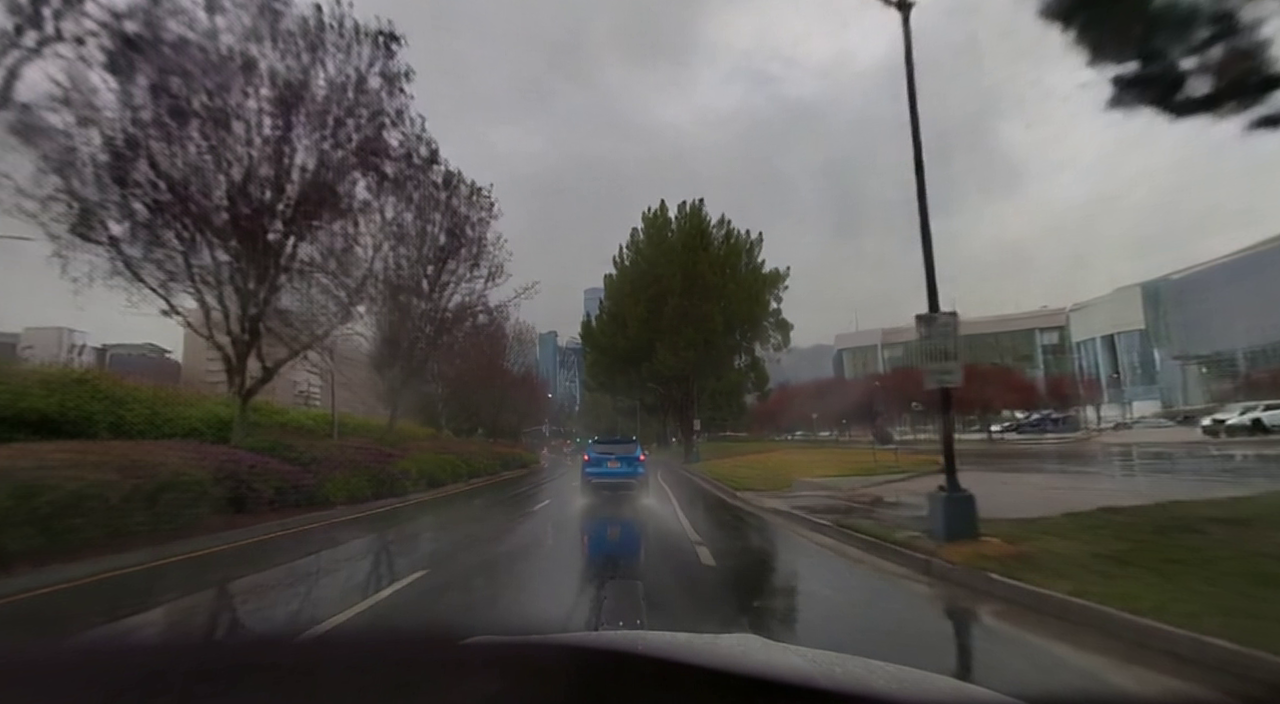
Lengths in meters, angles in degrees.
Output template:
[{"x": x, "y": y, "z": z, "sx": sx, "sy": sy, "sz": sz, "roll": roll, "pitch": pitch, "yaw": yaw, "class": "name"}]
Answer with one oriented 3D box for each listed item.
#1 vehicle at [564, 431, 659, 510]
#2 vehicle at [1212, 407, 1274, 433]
[{"x": -0.659, "y": 2.975, "z": 16.363, "sx": 2.131, "sy": 1.761, "sz": 4.242, "roll": 0, "pitch": -8, "yaw": 0, "class": "vehicle"}, {"x": 42.978, "y": 4.907, "z": 45.130, "sx": 2.042, "sy": 1.634, "sz": 4.326, "roll": -4, "pitch": -9, "yaw": 29, "class": "vehicle"}]
